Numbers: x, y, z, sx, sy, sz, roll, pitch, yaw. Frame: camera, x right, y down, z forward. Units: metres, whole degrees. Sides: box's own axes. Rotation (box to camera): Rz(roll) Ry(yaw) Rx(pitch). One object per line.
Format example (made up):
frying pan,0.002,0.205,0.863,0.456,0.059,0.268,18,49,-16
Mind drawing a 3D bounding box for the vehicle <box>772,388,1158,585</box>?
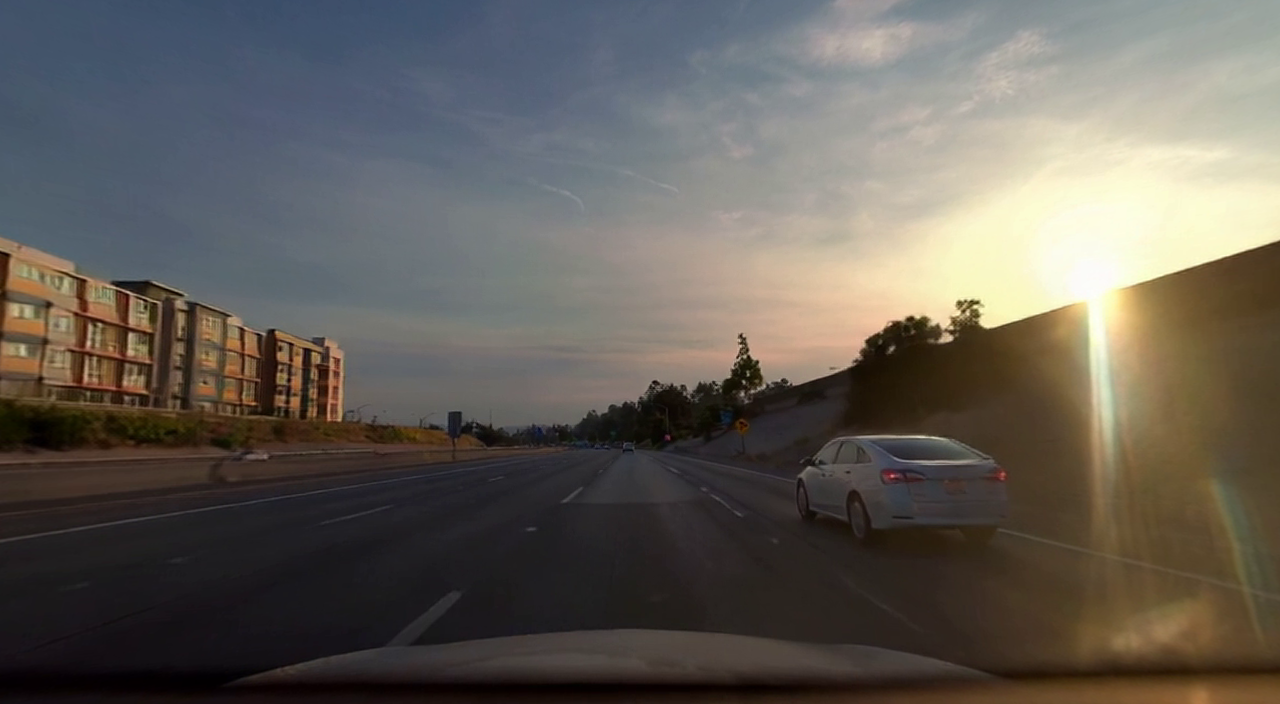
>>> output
vehicle,3.460,1.582,8.266,2.212,1.753,5.064,0,-9,-2
